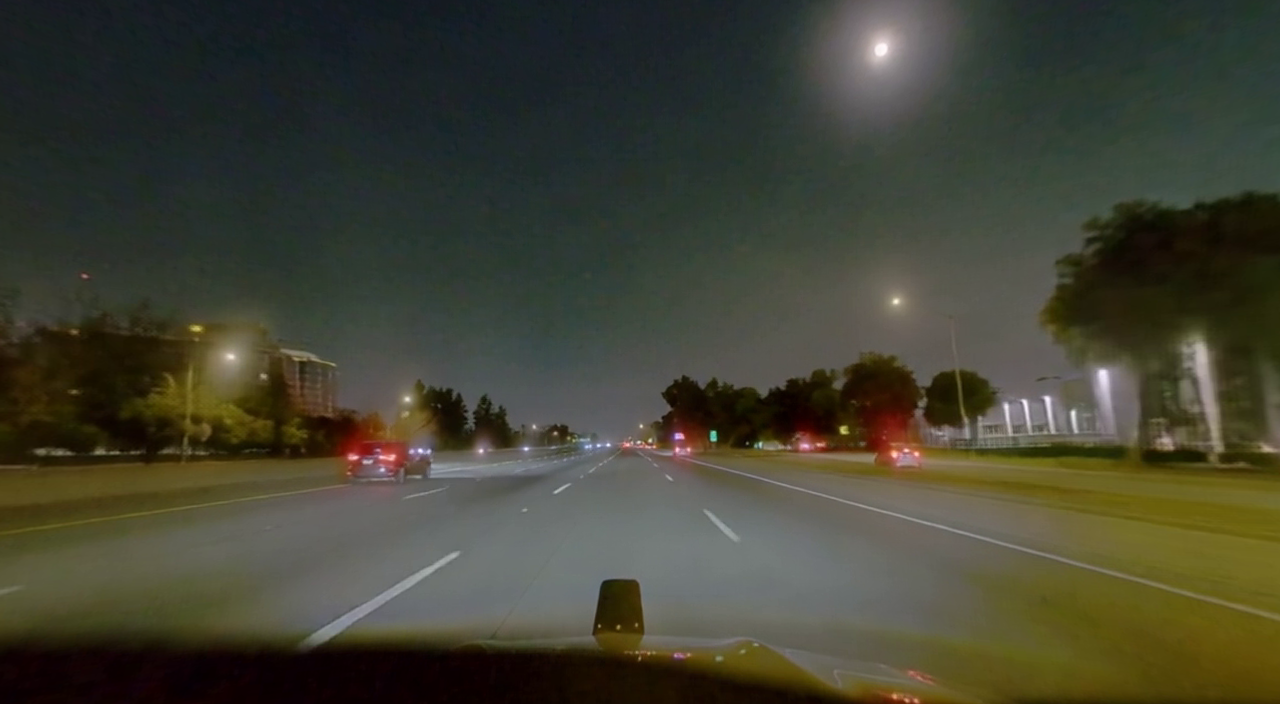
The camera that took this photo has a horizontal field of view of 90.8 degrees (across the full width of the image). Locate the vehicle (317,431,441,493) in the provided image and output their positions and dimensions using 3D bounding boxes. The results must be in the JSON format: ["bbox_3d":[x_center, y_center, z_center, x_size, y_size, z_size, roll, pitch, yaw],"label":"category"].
[{"bbox_3d":[-8.026,3.406,19.966,2.089,1.724,4.327,0,-9,-1],"label":"vehicle"}]
